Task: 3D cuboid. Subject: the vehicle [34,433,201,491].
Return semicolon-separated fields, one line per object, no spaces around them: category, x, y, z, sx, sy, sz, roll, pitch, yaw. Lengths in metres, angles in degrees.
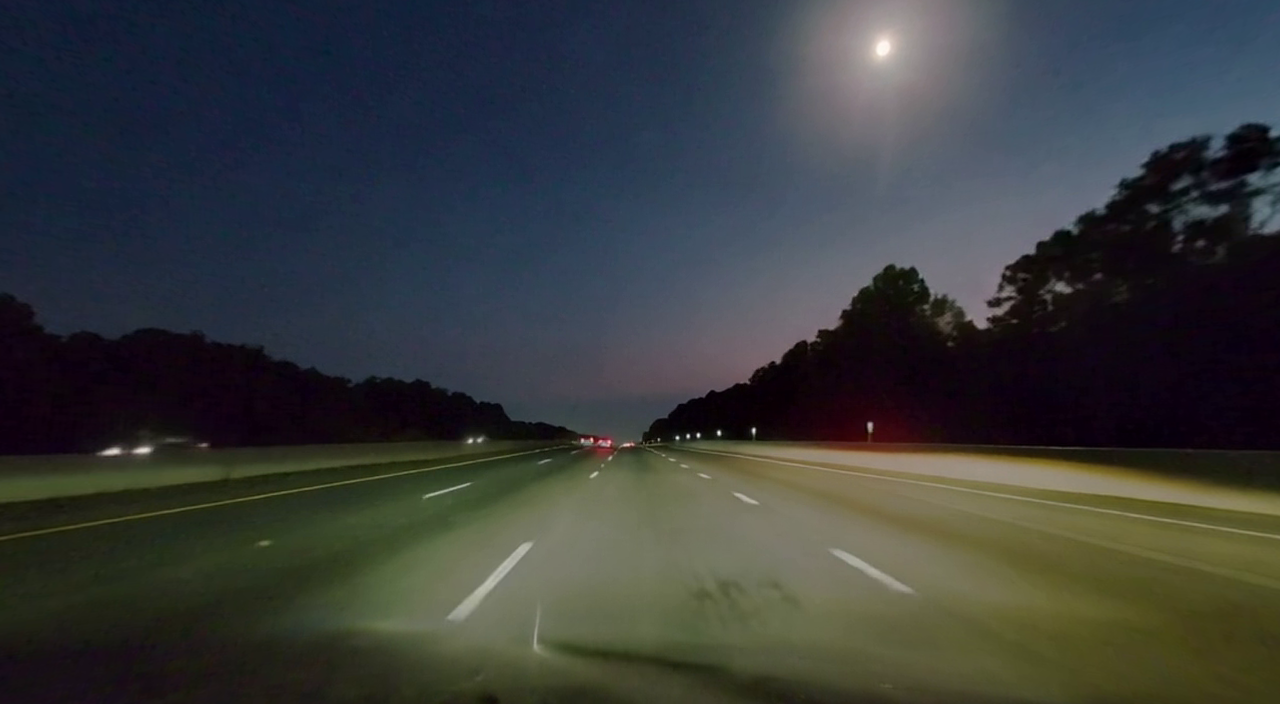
vehicle;-18.994;3.967;23.233;2.079;1.881;4.761;0;-8;0
